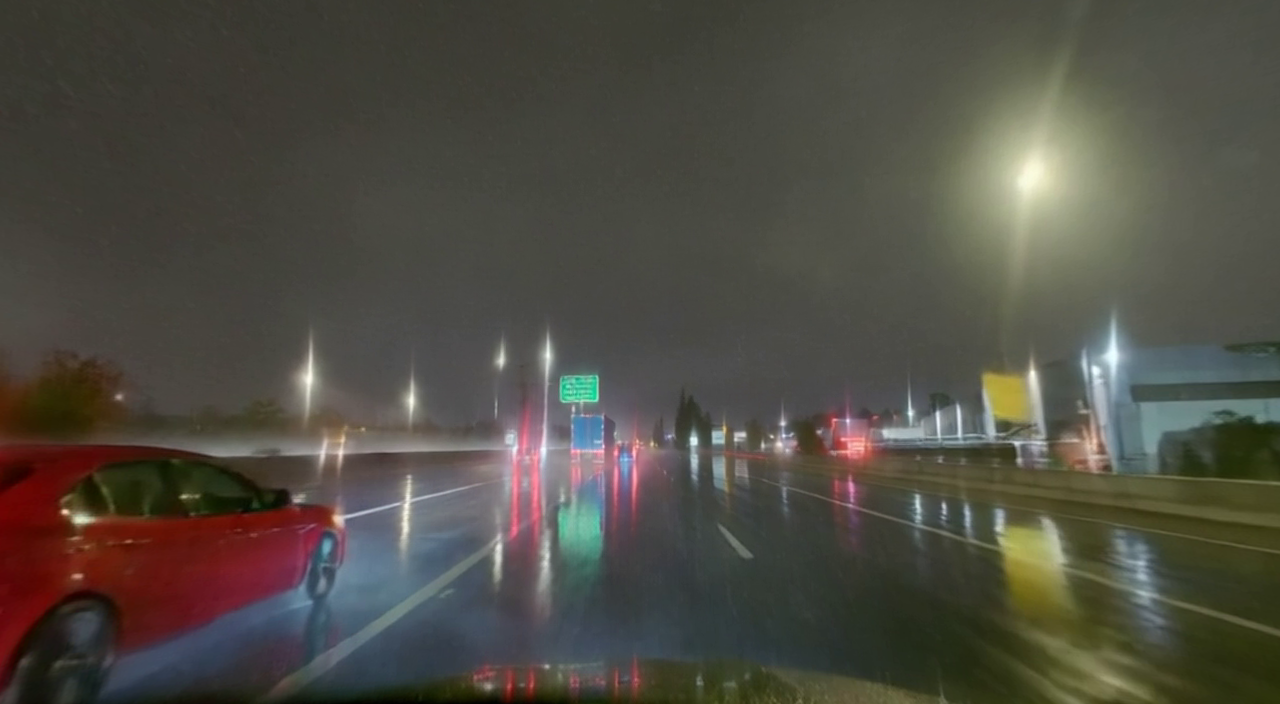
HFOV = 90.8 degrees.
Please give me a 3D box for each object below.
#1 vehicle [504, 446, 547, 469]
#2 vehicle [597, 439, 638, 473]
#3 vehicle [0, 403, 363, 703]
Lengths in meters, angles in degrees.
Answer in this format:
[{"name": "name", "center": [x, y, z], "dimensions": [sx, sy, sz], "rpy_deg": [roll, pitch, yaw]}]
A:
[{"name": "vehicle", "center": [-7.607, 7.042, 42.407], "dimensions": [2.026, 1.477, 4.467], "rpy_deg": [0, -9, 0]}, {"name": "vehicle", "center": [-1.120, 5.530, 33.690], "dimensions": [2.033, 1.669, 4.112], "rpy_deg": [0, -9, 0]}, {"name": "vehicle", "center": [-3.675, 1.158, 3.826], "dimensions": [1.997, 1.507, 4.391], "rpy_deg": [0, -9, 0]}]
